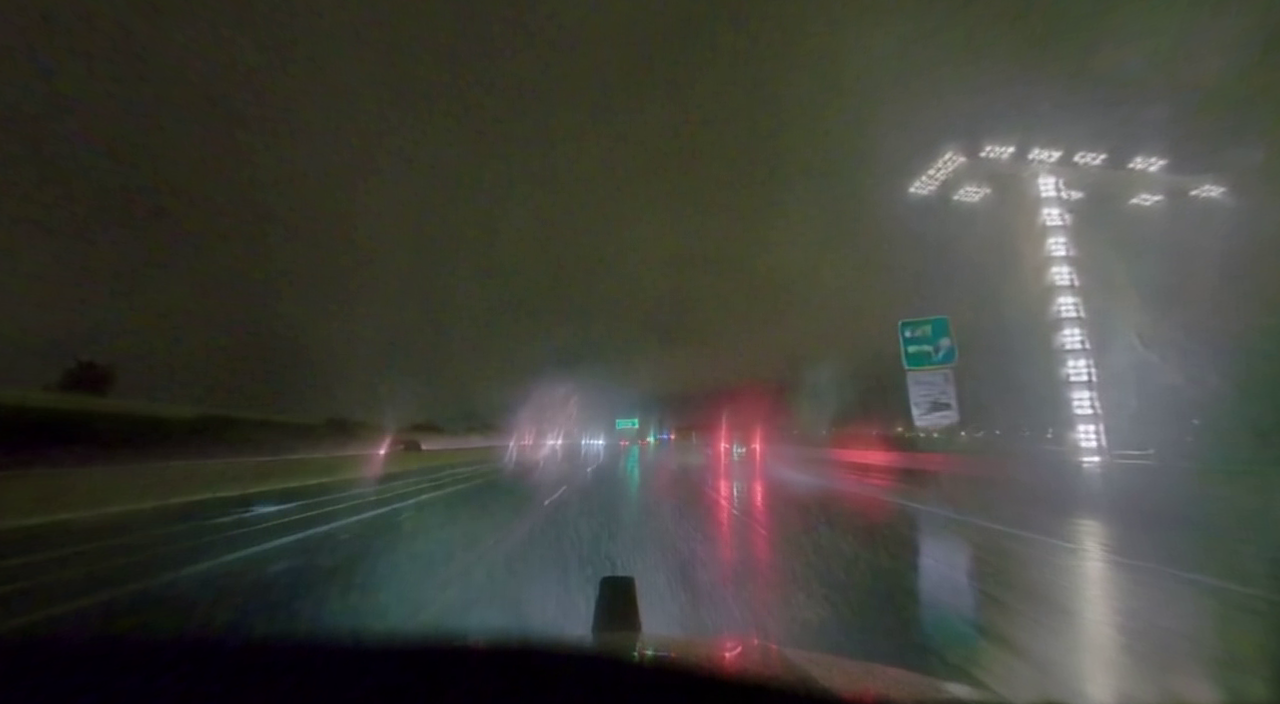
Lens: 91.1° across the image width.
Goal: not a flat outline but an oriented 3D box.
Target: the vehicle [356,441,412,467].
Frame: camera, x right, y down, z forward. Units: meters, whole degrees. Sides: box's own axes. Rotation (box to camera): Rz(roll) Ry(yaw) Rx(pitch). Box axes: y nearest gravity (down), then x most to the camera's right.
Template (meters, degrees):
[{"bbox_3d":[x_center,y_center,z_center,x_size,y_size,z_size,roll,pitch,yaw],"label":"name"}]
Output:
[{"bbox_3d":[-16.523,6.570,40.806,1.849,1.531,4.450,0,-8,0],"label":"vehicle"}]

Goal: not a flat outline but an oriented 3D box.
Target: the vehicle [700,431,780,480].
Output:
[{"bbox_3d":[3.269,3.457,21.383,1.946,1.481,3.969,0,-8,-2],"label":"vehicle"}]
